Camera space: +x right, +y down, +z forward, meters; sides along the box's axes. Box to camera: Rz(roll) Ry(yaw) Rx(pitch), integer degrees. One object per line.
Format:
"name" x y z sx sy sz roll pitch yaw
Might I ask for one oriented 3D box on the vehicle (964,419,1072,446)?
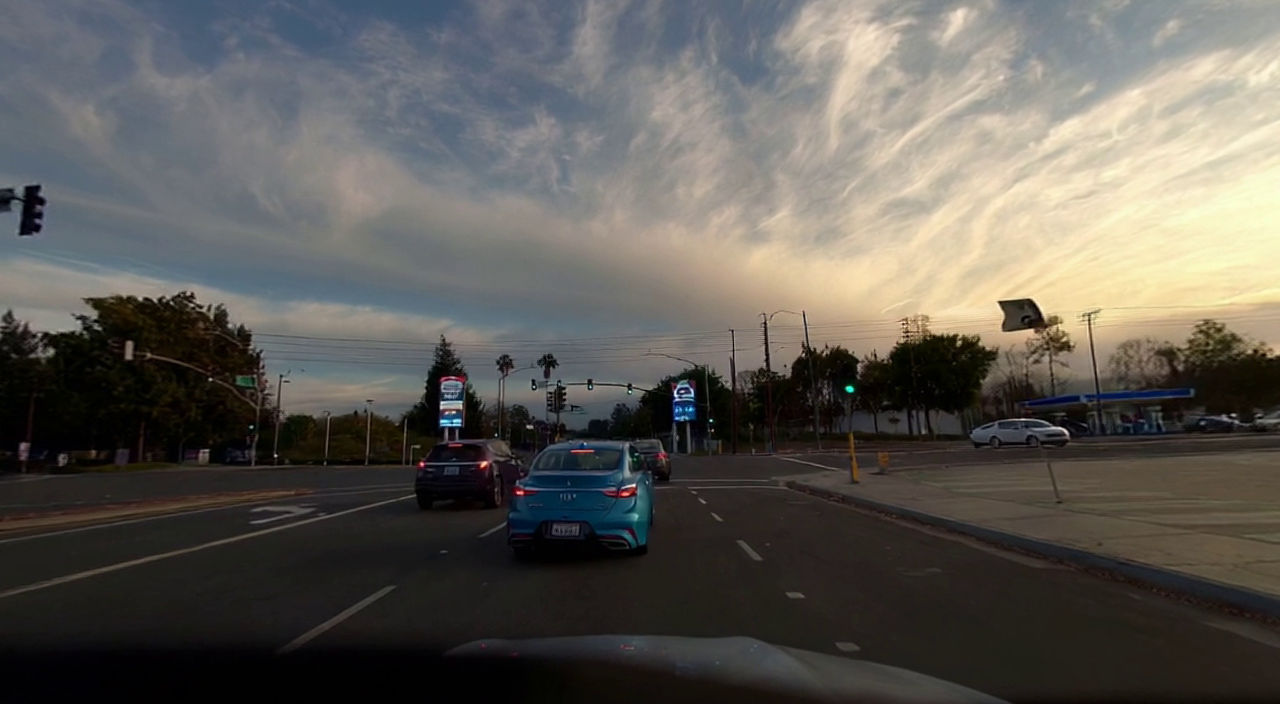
"vehicle" 21.699 4.652 36.397 4.874 1.502 2.048 0 -8 1

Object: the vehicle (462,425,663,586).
"vehicle" -0.661 1.791 8.299 1.916 1.510 4.447 0 -8 2
